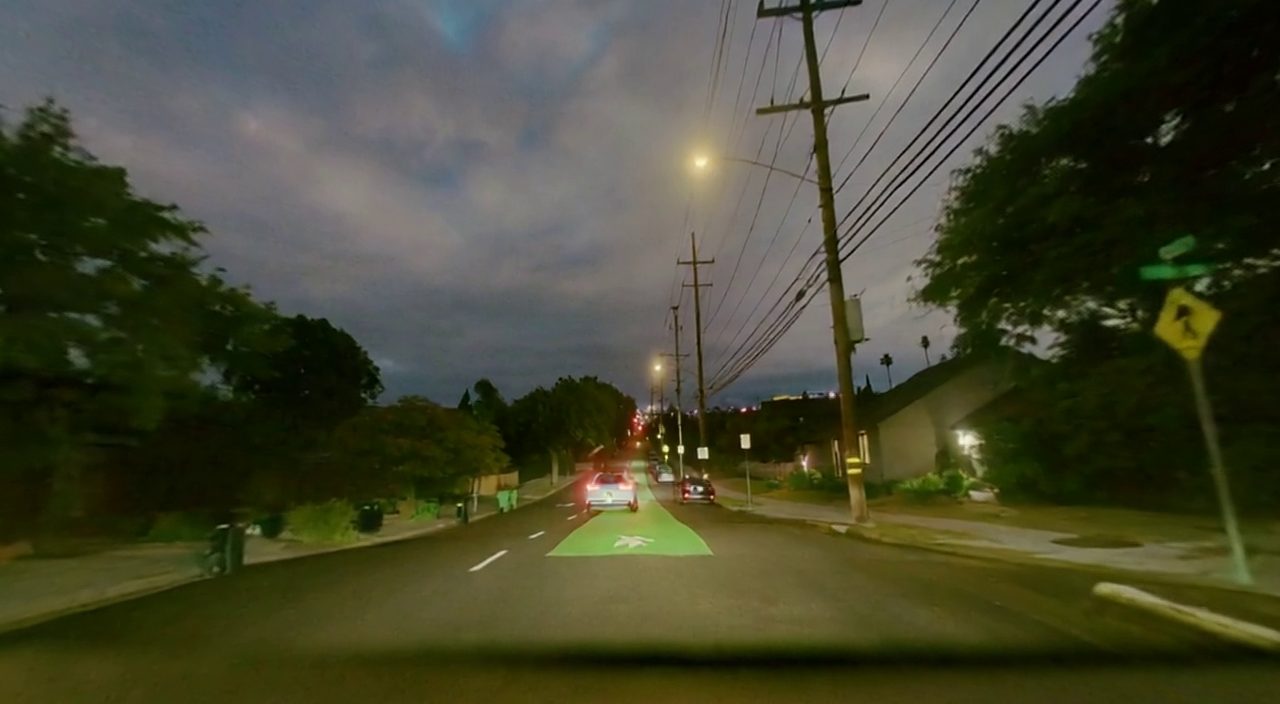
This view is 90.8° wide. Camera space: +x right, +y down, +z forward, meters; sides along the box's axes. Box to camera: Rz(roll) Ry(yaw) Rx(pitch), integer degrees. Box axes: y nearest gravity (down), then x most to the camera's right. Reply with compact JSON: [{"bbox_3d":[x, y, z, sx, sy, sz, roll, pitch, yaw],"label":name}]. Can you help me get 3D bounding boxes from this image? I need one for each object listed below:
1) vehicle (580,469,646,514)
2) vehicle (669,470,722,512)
[{"bbox_3d":[-0.918,5.251,24.083,2.235,1.500,4.496,-1,-11,1],"label":"vehicle"},{"bbox_3d":[2.547,6.496,29.904,1.909,1.694,4.472,1,-9,-2],"label":"vehicle"}]
